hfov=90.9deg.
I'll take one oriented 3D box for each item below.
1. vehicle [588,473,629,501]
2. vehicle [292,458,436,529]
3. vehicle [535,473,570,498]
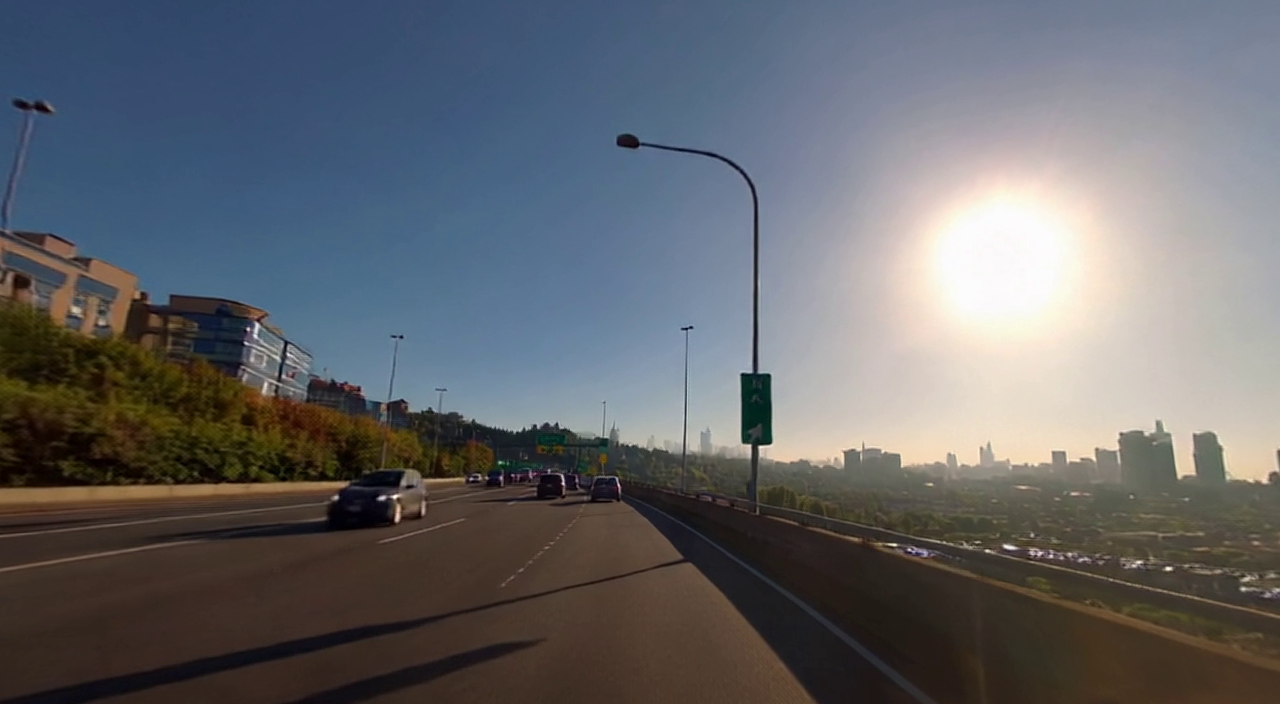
[{"bbox_3d":[-1.936,7.949,37.260,2.129,1.471,4.258,2,-11,-6],"label":"vehicle"},{"bbox_3d":[-7.023,3.644,16.630,2.016,1.573,4.259,2,-11,-3],"label":"vehicle"},{"bbox_3d":[-5.593,8.601,40.831,2.030,1.441,4.806,2,-11,-6],"label":"vehicle"}]
